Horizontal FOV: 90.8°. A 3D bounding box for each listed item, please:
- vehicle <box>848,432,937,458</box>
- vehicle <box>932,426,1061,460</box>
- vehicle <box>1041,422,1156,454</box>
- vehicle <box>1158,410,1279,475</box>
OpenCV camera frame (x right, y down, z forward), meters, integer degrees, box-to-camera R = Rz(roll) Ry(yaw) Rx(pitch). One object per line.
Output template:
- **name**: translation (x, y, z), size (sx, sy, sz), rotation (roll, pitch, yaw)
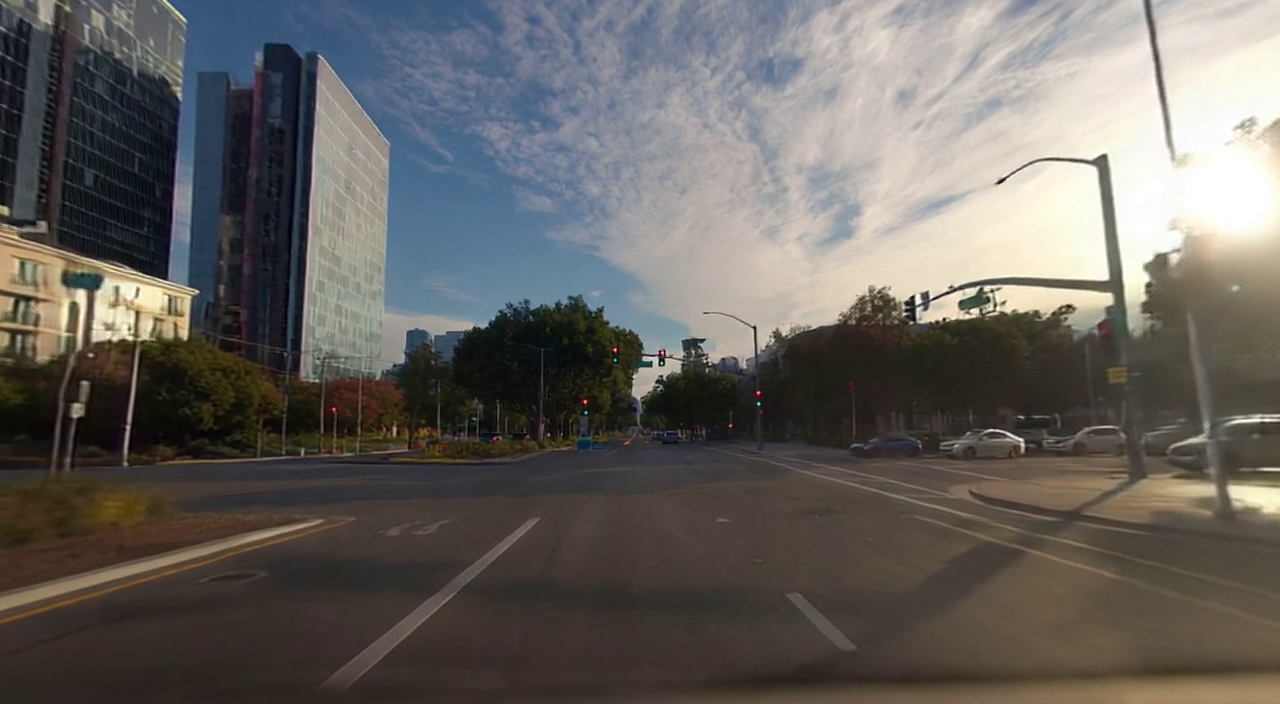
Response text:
- **vehicle**: translation (13.614, 5.050, 34.226), size (4.046, 1.306, 1.719), rotation (-1, -8, 5)
- **vehicle**: translation (16.518, 4.235, 29.426), size (4.916, 1.504, 1.846), rotation (0, -8, -2)
- **vehicle**: translation (24.977, 4.718, 34.559), size (4.571, 1.698, 1.977), rotation (-1, -8, 3)
- **vehicle**: translation (19.453, 2.767, 19.401), size (5.212, 1.864, 2.044), rotation (0, -8, -1)
